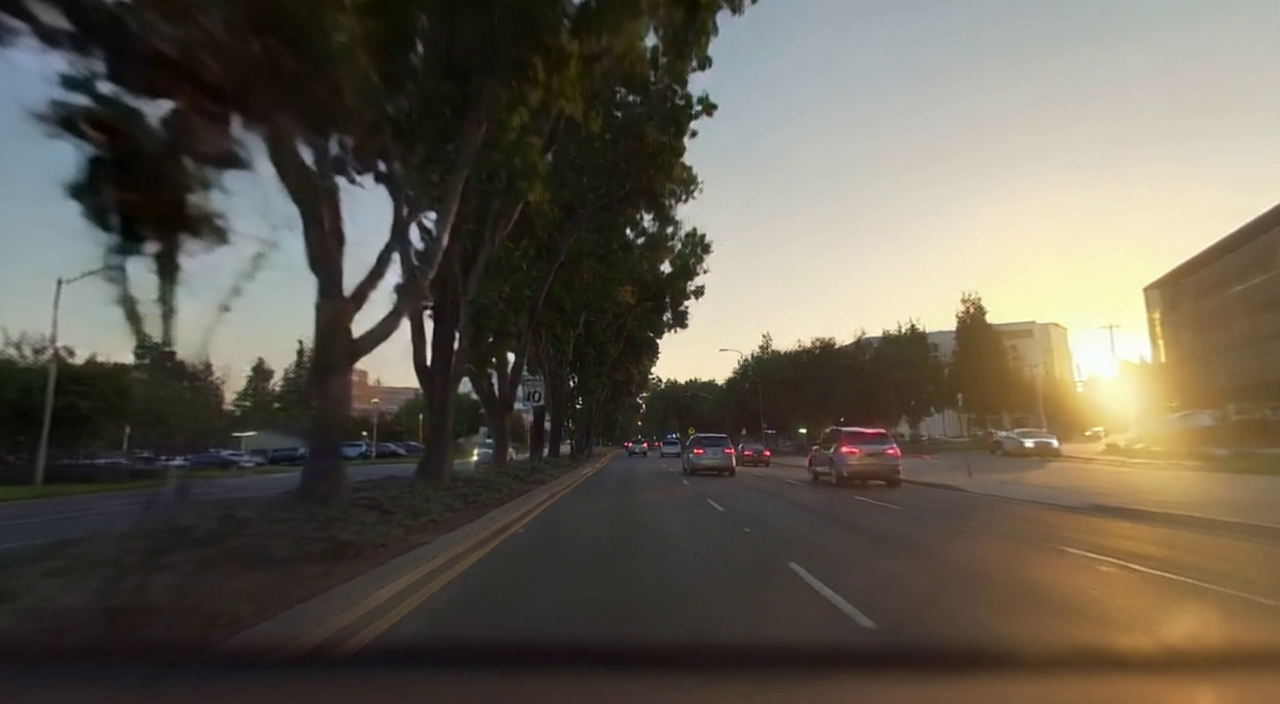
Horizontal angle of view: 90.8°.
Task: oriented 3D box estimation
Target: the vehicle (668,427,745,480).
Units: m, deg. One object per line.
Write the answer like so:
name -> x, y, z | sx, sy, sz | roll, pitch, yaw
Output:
vehicle -> 2.377, 3.795, 23.907 | 2.227, 1.794, 4.457 | 0, -8, -3

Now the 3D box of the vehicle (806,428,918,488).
vehicle -> 6.992, 3.381, 20.420 | 2.025, 1.719, 4.161 | 0, -8, -1

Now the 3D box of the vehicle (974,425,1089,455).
vehicle -> 20.625, 4.665, 33.473 | 4.608, 1.533, 2.193 | 0, -8, 0

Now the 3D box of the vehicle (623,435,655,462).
vehicle -> -0.060, 6.577, 43.079 | 2.132, 1.693, 3.819 | 0, -8, 0
